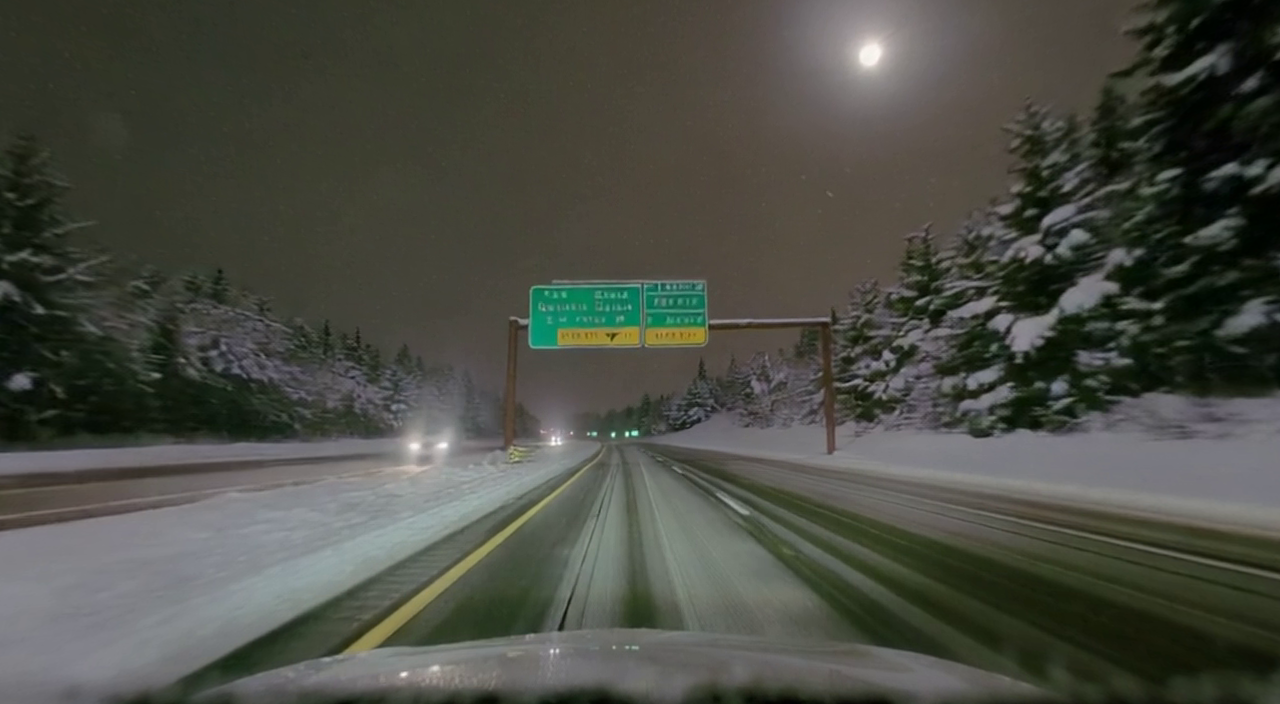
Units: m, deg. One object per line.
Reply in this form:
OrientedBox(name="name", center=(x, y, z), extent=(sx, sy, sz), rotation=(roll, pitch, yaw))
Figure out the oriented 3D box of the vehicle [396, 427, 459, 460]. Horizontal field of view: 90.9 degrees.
OrientedBox(name="vehicle", center=(-9.965, 4.323, 29.835), extent=(1.771, 1.461, 3.643), rotation=(0, -8, -1))
